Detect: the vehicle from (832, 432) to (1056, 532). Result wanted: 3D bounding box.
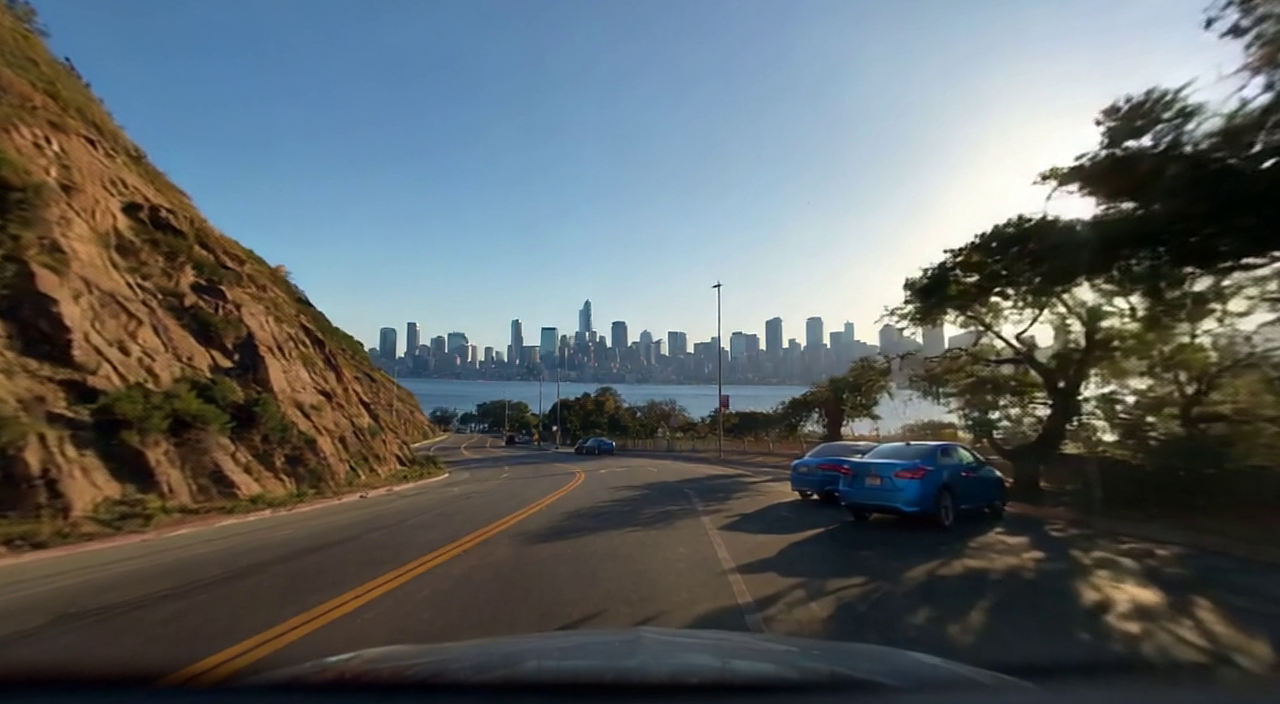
[{"bbox_3d":[5.888,2.327,11.990,4.609,1.505,2.061,7,-11,-40],"label":"vehicle"}]
